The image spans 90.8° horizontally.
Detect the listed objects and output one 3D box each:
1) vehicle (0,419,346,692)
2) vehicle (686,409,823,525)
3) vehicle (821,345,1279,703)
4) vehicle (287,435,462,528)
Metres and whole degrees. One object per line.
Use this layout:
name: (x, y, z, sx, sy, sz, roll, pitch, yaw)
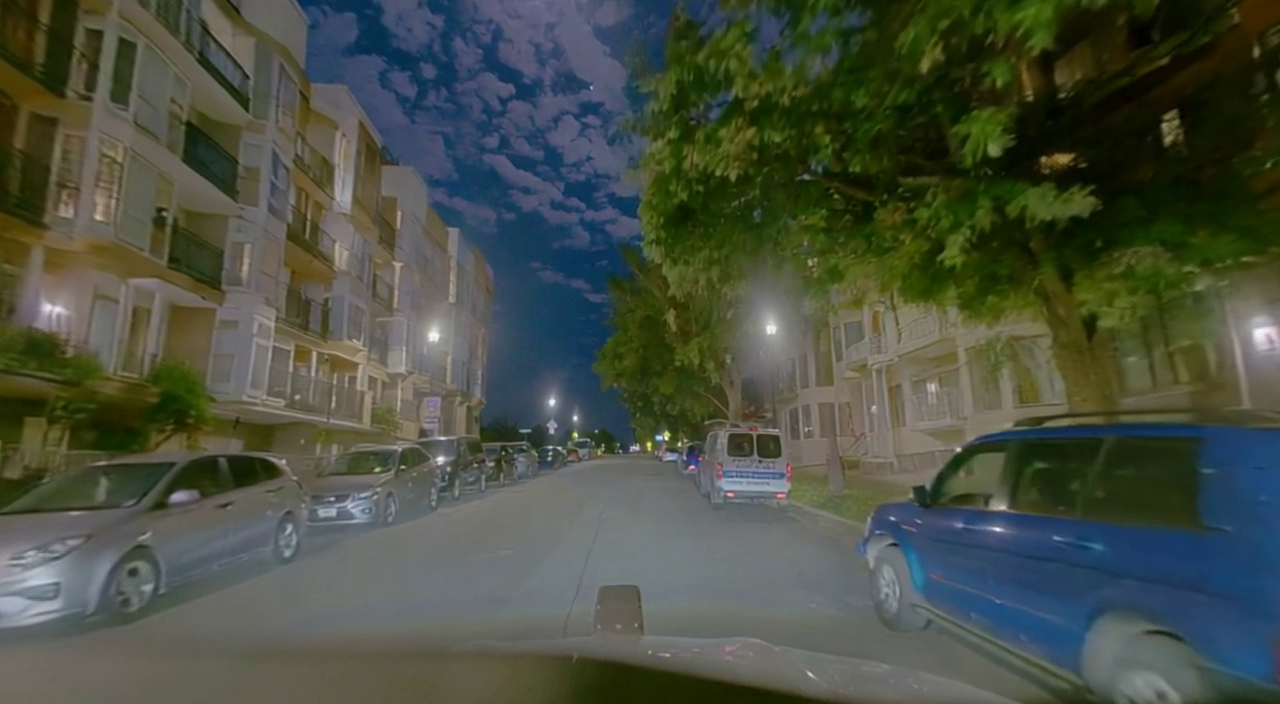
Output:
vehicle: (-5.617, 1.839, 7.317, 2.101, 1.646, 5.001, -1, -1, -1)
vehicle: (2.608, 2.665, 15.996, 2.259, 2.119, 5.281, 0, -2, -3)
vehicle: (2.837, 1.085, 3.656, 2.031, 1.655, 5.148, 0, -8, 0)
vehicle: (-5.648, 2.763, 14.210, 1.838, 1.725, 4.660, 0, -8, 1)
